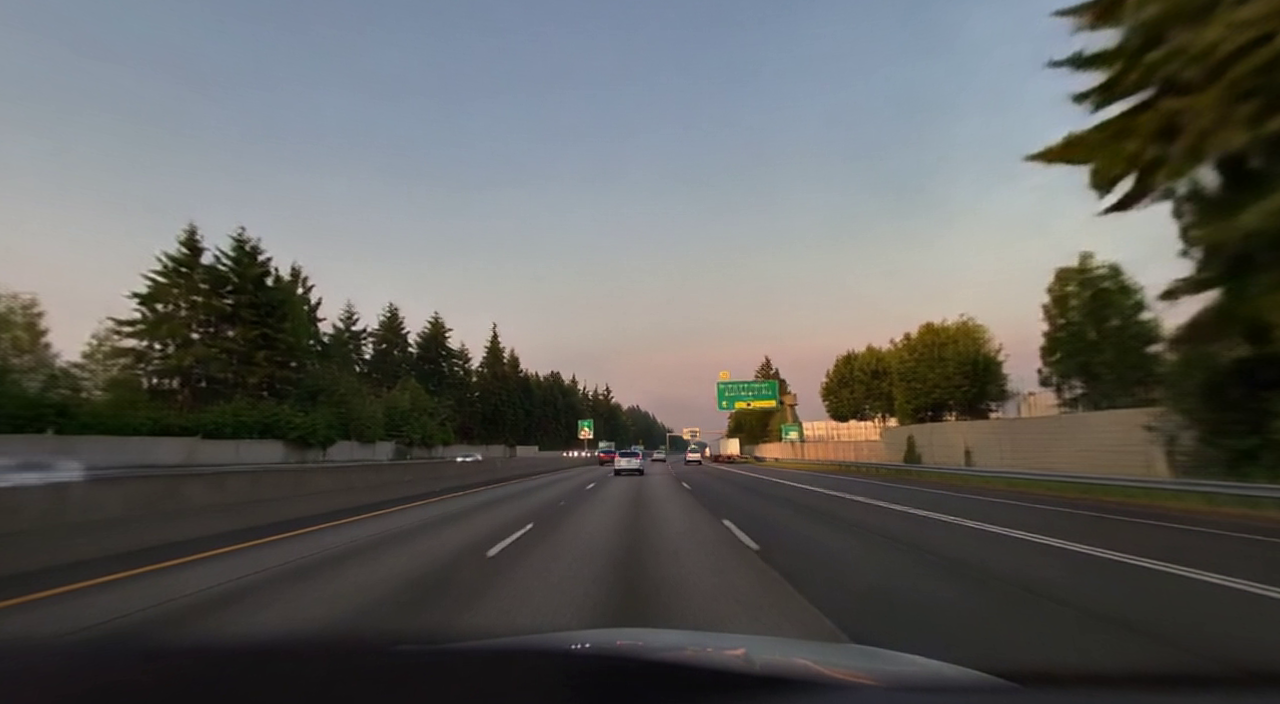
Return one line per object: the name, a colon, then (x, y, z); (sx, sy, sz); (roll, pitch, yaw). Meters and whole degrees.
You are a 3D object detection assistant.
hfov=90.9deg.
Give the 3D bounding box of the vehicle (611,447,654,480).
vehicle: (-0.333, 5.587, 31.872); (2.035, 1.513, 4.272); (0, -9, 1)
